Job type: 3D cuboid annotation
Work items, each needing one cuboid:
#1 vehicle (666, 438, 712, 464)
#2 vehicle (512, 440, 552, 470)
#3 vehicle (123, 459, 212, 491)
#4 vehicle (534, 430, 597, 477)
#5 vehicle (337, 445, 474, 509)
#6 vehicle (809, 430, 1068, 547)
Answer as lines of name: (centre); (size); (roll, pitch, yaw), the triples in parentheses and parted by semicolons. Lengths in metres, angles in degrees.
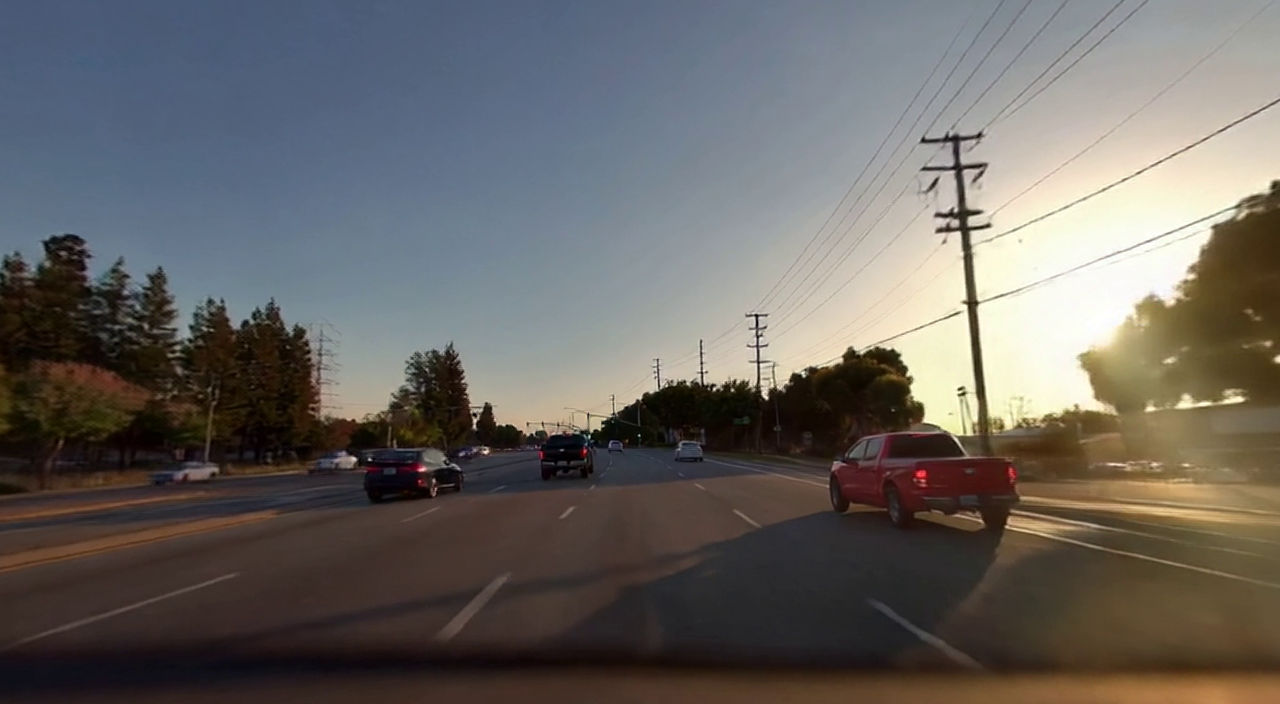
vehicle: (2.850, 5.922, 37.911); (2.071, 1.435, 4.226); (0, -8, -5)
vehicle: (-7.440, 7.176, 43.866); (2.169, 1.865, 4.739); (3, -11, -3)
vehicle: (-28.778, 7.497, 38.674); (1.911, 1.701, 4.473); (-1, -8, 0)
vehicle: (-3.438, 4.840, 30.367); (2.467, 1.991, 6.089); (0, -8, -2)
vehicle: (-6.298, 3.378, 17.674); (2.035, 1.497, 4.723); (-1, -8, 0)
vehicle: (4.348, 2.039, 10.220); (1.840, 1.428, 4.602); (0, -8, -1)
